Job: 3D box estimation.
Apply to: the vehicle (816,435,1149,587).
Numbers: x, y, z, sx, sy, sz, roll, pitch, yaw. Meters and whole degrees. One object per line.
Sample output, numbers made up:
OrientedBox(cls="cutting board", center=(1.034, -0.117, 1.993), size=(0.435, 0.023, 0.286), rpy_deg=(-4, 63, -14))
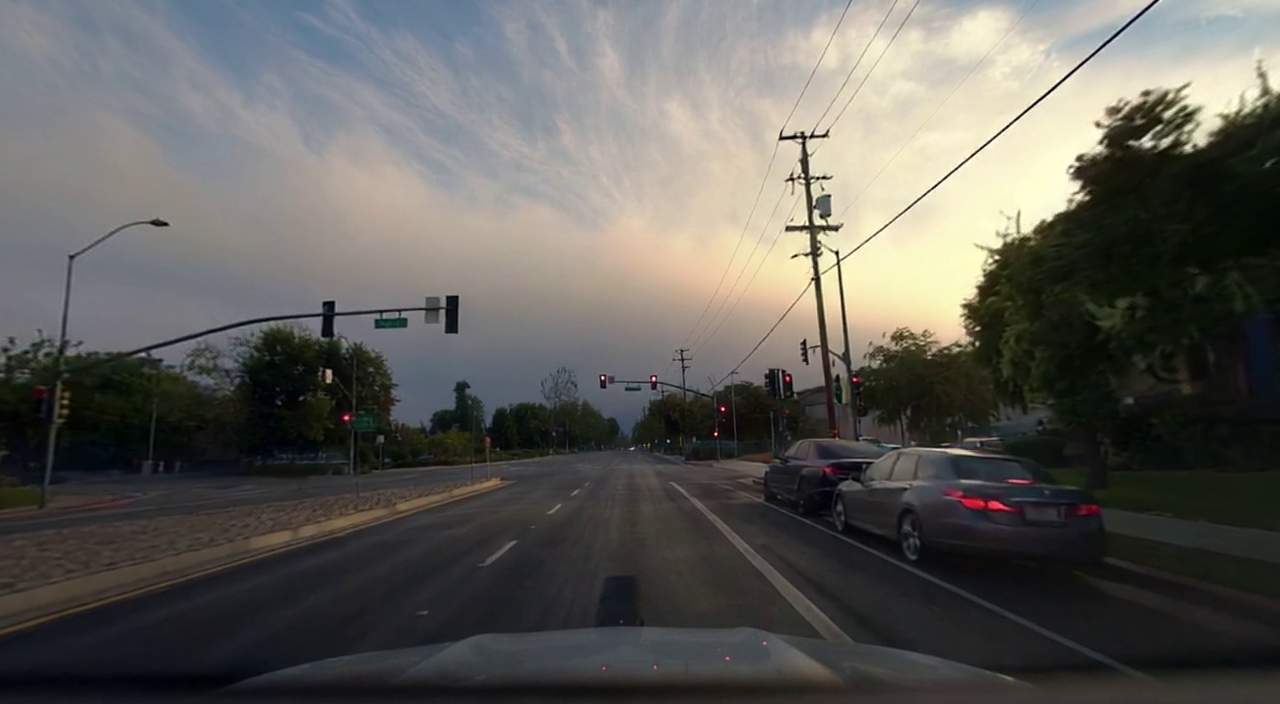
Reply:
OrientedBox(cls="vehicle", center=(3.955, 1.895, 8.446), size=(1.833, 1.444, 4.589), rpy_deg=(0, -9, -1))
